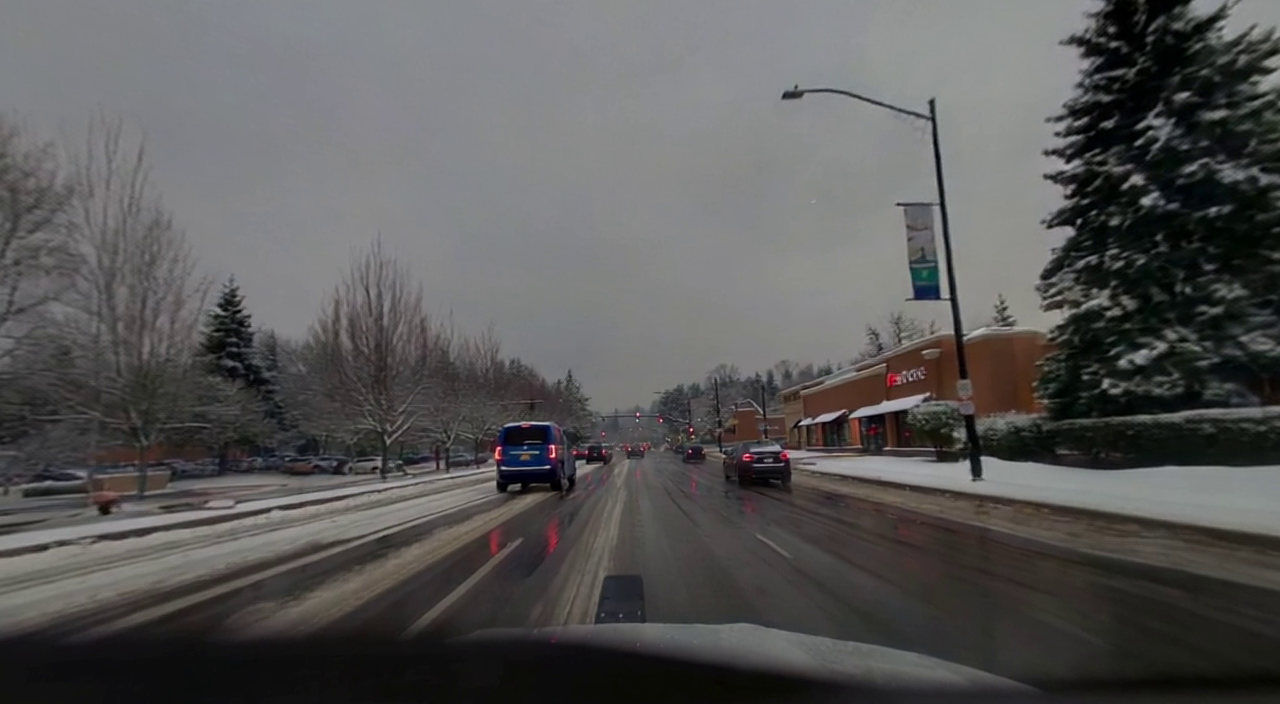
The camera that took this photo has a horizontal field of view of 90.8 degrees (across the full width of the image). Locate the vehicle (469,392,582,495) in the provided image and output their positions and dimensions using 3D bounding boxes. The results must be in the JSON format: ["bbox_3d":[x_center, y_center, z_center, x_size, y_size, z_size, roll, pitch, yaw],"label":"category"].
[{"bbox_3d":[-3.403,2.946,20.227,2.443,2.784,5.862,0,-9,1],"label":"vehicle"}]

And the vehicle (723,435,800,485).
[{"bbox_3d":[4.307,3.886,23.027,1.869,1.646,4.166,0,-9,-2],"label":"vehicle"}]
